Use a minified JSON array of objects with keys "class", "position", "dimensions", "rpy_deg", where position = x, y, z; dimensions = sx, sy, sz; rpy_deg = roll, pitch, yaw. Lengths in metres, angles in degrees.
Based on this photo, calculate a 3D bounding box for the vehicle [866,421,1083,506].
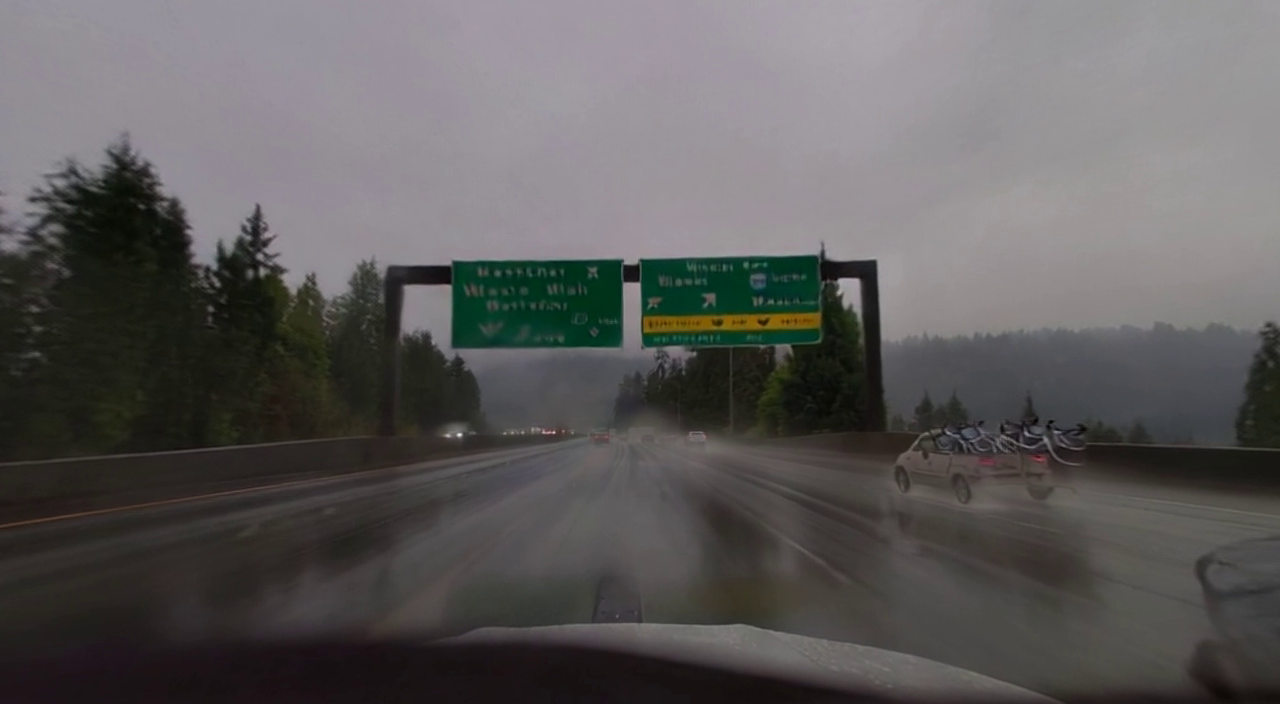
[{"class":"vehicle","position":[6.944,2.337,13.858],"dimensions":[2.034,1.511,4.785],"rpy_deg":[0,-7,-2]}]
